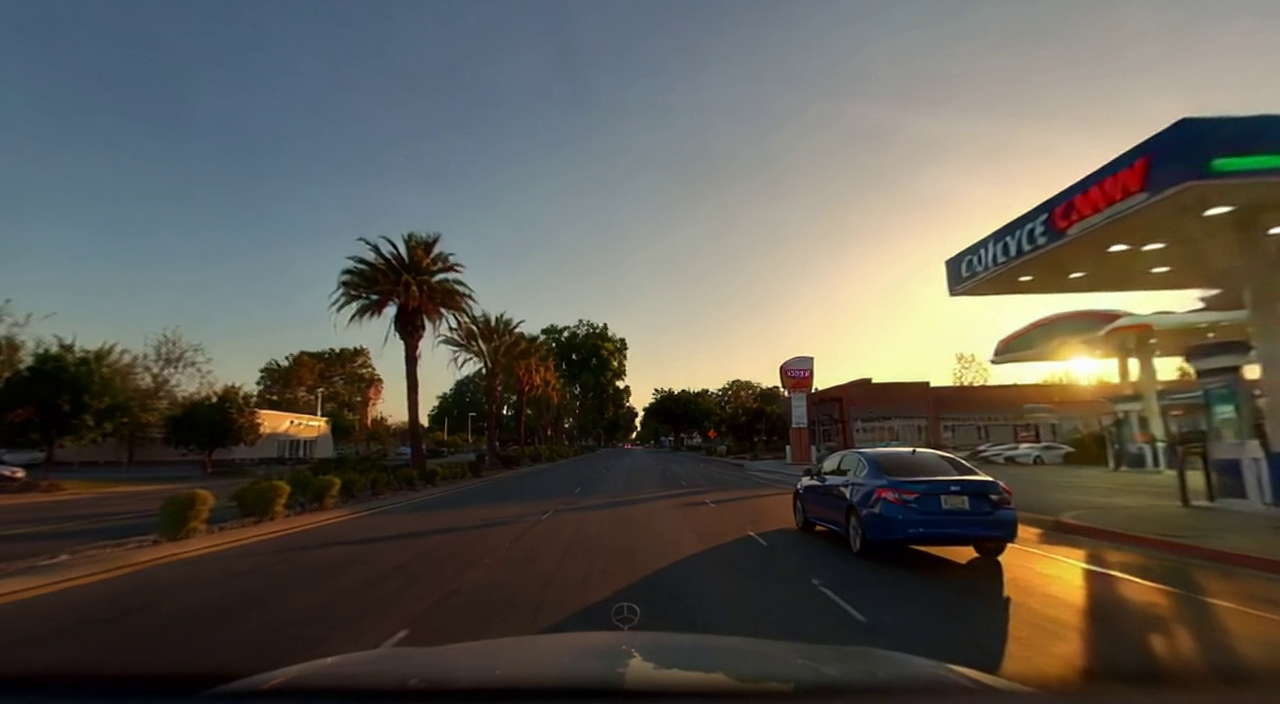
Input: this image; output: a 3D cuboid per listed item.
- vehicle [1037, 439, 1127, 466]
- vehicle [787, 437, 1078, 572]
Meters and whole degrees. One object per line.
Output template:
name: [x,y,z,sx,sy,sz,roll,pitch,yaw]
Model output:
vehicle: [28.544,6.511,40.873,4.280,1.637,2.009,0,-9,-2]
vehicle: [3.711,1.977,9.085,1.978,1.442,4.262,0,-8,-3]
